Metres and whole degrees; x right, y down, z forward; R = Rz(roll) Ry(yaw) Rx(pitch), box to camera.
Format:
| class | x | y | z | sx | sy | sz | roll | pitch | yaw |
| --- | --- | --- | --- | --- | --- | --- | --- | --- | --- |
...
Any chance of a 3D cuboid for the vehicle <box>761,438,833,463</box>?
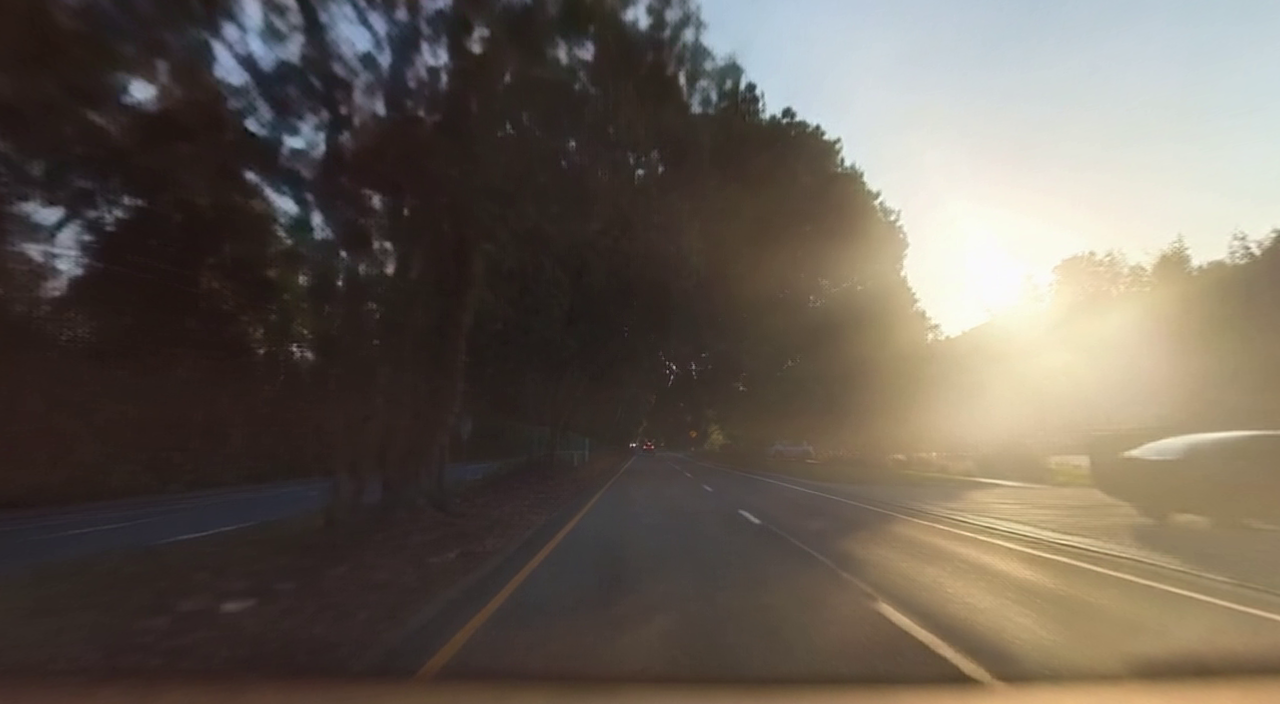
| class | x | y | z | sx | sy | sz | roll | pitch | yaw |
| --- | --- | --- | --- | --- | --- | --- | --- | --- | --- |
| vehicle | 12.057 | 7.596 | 48.692 | 4.920 | 1.826 | 2.328 | 1 | -8 | 0 |

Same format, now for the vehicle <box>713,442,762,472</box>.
| class | x | y | z | sx | sy | sz | roll | pitch | yaw |
| --- | --- | --- | --- | --- | --- | --- | --- | --- | --- |
| vehicle | 5.177 | 5.612 | 34.024 | 1.920 | 1.514 | 4.746 | 0 | -8 | 1 |

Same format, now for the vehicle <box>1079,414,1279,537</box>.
| class | x | y | z | sx | sy | sz | roll | pitch | yaw |
| --- | --- | --- | --- | --- | --- | --- | --- | --- | --- |
| vehicle | 10.375 | 1.903 | 10.074 | 5.118 | 1.701 | 2.175 | 0 | -8 | -3 |
